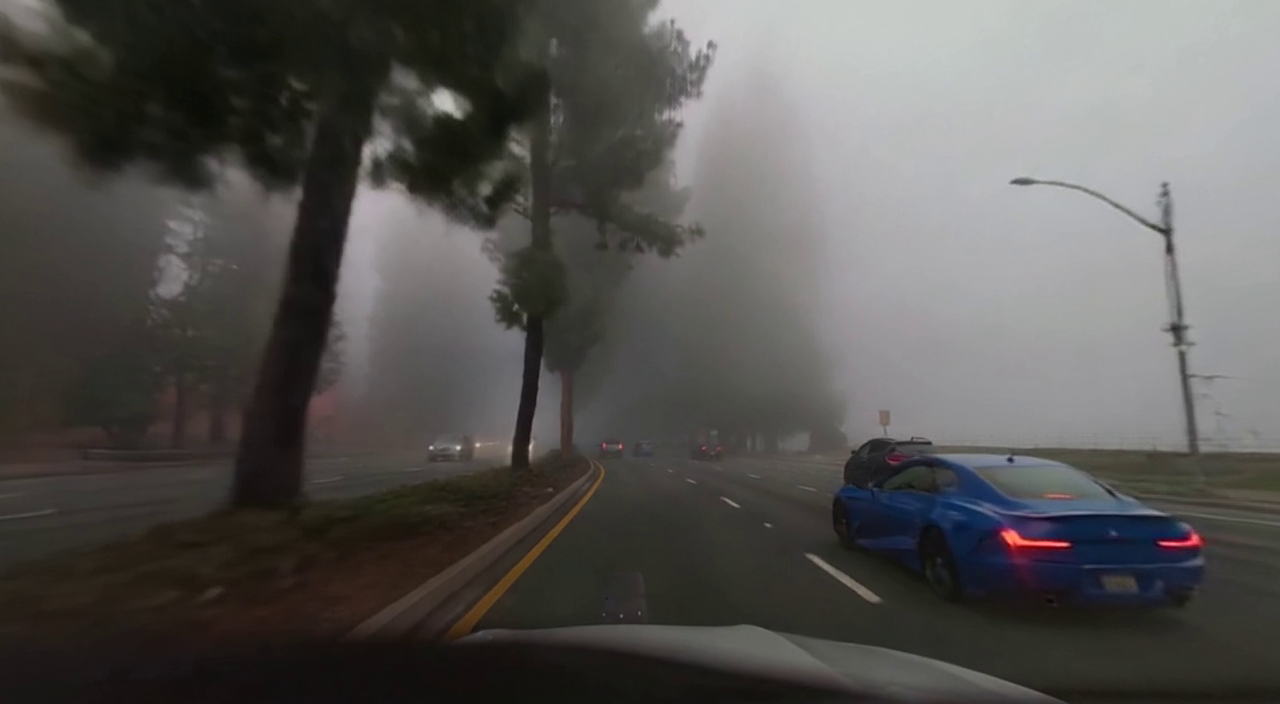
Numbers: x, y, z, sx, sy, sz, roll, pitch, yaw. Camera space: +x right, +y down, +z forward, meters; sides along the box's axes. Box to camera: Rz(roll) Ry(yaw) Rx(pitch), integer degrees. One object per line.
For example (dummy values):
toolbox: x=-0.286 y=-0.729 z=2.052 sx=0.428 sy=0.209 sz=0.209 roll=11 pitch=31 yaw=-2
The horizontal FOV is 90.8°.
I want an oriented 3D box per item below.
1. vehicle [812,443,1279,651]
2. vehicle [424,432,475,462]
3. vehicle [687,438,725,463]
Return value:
vehicle: x=3.418 y=1.620 z=6.434 sx=1.990 sy=1.347 sz=4.388 roll=0 pitch=-8 yaw=-2
vehicle: x=-11.757 y=5.910 z=39.288 sx=2.048 sy=1.738 sz=4.520 roll=1 pitch=-8 yaw=-4
vehicle: x=4.660 y=7.085 z=45.462 sx=1.931 sy=1.685 sz=4.054 roll=1 pitch=-8 yaw=-6
